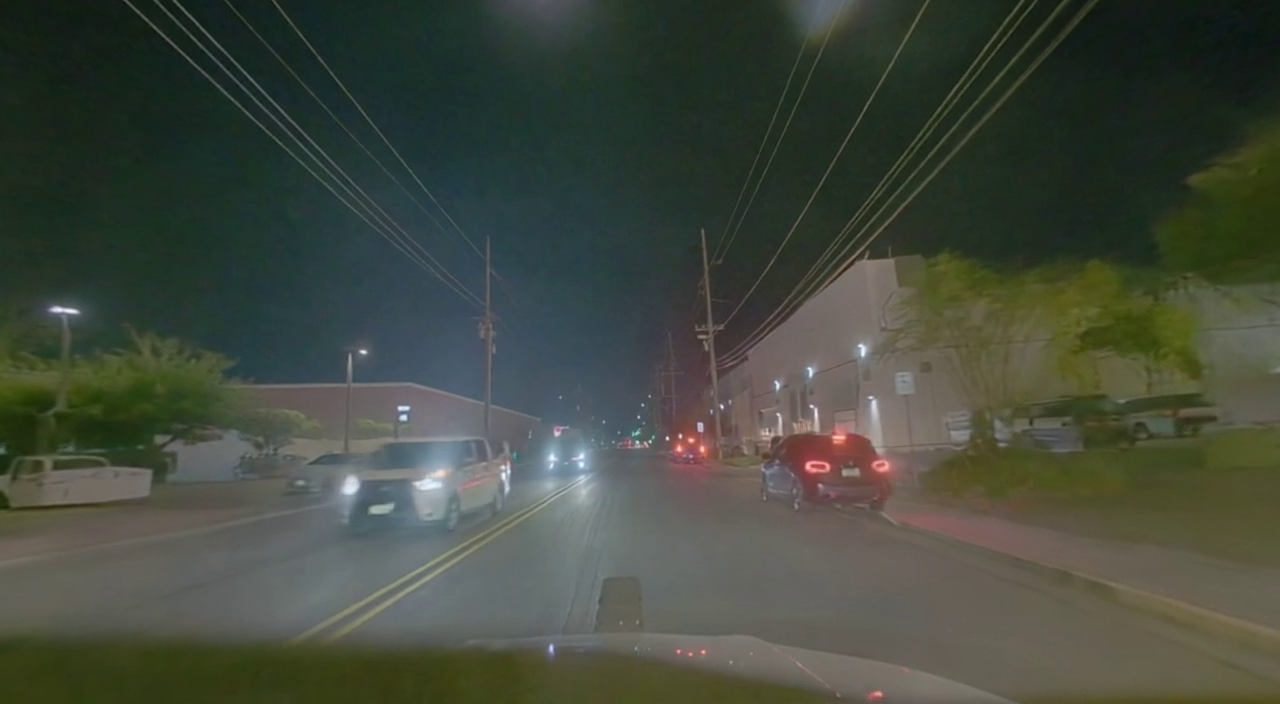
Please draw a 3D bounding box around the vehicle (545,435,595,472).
[{"bbox_3d":[-3.841,5.712,35.732,2.229,1.889,4.816,0,-8,1],"label":"vehicle"}]

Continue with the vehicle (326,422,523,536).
[{"bbox_3d":[-3.705,2.271,11.920,2.100,1.723,4.433,0,-8,1],"label":"vehicle"}]

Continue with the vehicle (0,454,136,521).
[{"bbox_3d":[-16.784,3.691,17.440,1.928,1.570,4.635,-2,-8,-1],"label":"vehicle"}]

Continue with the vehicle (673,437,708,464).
[{"bbox_3d":[3.748,7.505,48.253,2.333,1.967,6.008,0,-8,1],"label":"vehicle"}]

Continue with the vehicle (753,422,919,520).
[{"bbox_3d":[3.903,2.465,13.593,2.092,1.730,4.595,0,-8,0],"label":"vehicle"}]
